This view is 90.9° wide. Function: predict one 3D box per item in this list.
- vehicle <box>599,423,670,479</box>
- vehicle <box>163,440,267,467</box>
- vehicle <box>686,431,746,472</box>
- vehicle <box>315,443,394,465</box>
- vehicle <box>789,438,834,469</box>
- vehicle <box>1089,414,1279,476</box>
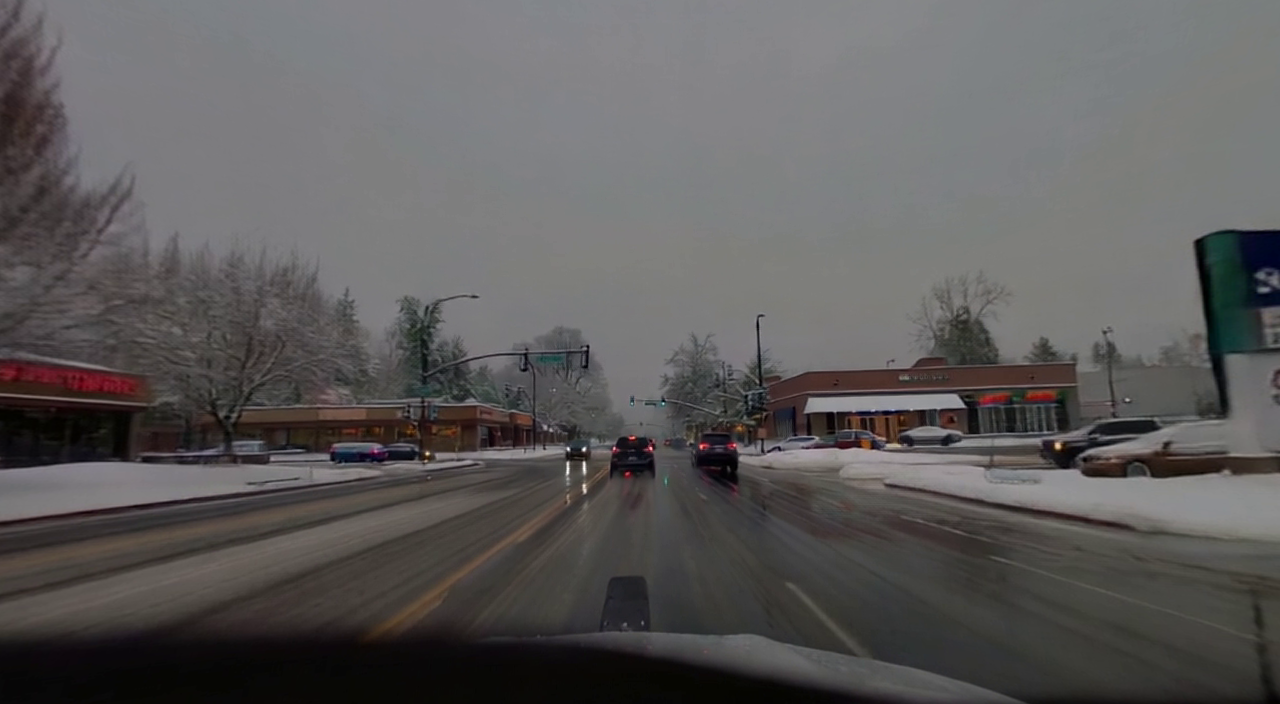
[{"bbox_3d":[-0.189,4.072,26.161,2.638,2.065,5.313,0,-8,0],"label":"vehicle"},{"bbox_3d":[-31.484,7.539,46.822,5.964,1.893,2.363,0,-8,1],"label":"vehicle"},{"bbox_3d":[3.553,4.785,30.476,2.276,1.787,4.630,0,-8,-1],"label":"vehicle"},{"bbox_3d":[-21.034,7.532,46.616,4.839,1.604,2.058,-1,-8,3],"label":"vehicle"},{"bbox_3d":[8.823,5.129,32.133,2.002,1.427,4.436,-3,-9,17],"label":"vehicle"},{"bbox_3d":[15.739,2.682,18.015,4.164,1.562,1.978,-2,-10,1],"label":"vehicle"}]
